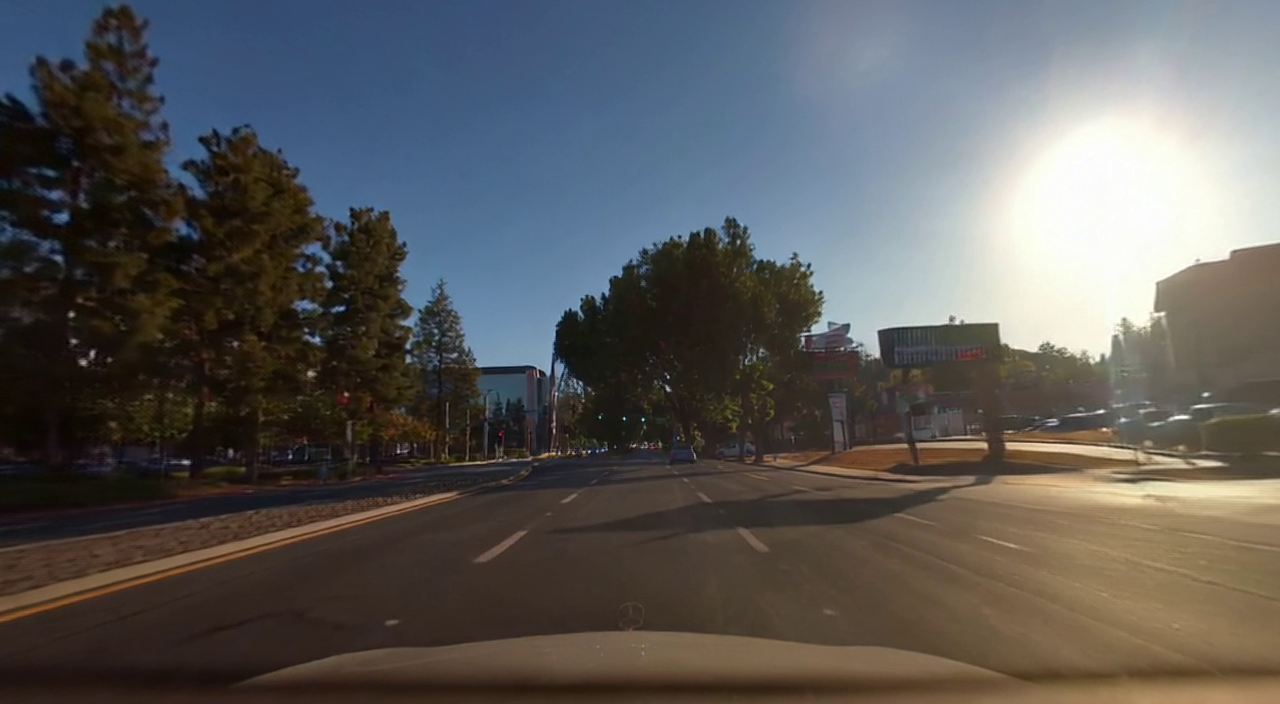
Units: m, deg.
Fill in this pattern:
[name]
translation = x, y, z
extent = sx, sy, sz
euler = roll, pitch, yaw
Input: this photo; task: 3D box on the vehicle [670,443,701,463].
[vehicle]
translation = 3.459, 7.763, 48.722
extent = 2.057, 1.470, 4.454
euler = 0, -8, 0
